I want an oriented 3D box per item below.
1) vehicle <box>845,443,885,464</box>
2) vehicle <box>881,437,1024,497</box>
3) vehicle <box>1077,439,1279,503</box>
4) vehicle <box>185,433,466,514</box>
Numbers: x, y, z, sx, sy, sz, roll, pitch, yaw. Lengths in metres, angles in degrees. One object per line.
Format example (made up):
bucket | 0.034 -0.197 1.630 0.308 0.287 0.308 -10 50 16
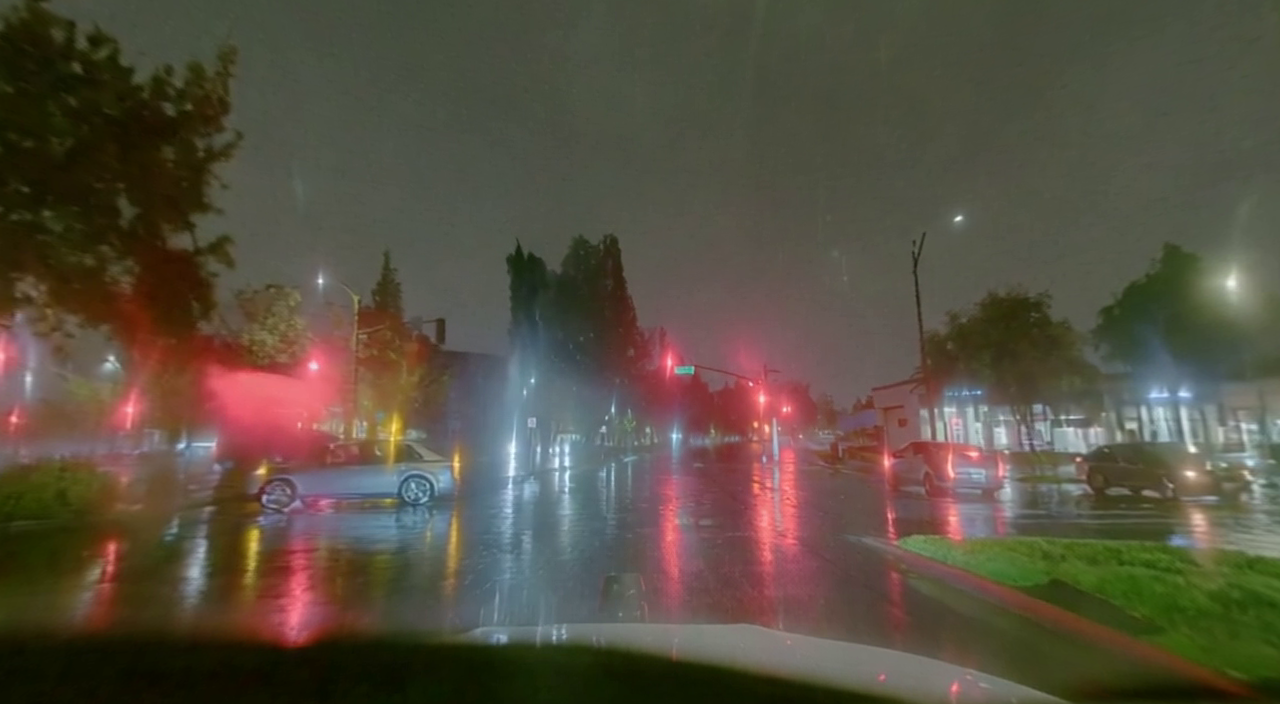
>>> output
vehicle | 16.324 7.371 45.994 1.824 1.453 4.148 -2 -9 7
vehicle | 8.928 3.296 18.604 2.061 1.519 4.794 -1 -8 5
vehicle | 14.282 3.122 17.111 1.951 1.491 4.359 0 -8 4
vehicle | -6.350 2.442 13.083 4.792 1.468 2.116 -1 -8 9
